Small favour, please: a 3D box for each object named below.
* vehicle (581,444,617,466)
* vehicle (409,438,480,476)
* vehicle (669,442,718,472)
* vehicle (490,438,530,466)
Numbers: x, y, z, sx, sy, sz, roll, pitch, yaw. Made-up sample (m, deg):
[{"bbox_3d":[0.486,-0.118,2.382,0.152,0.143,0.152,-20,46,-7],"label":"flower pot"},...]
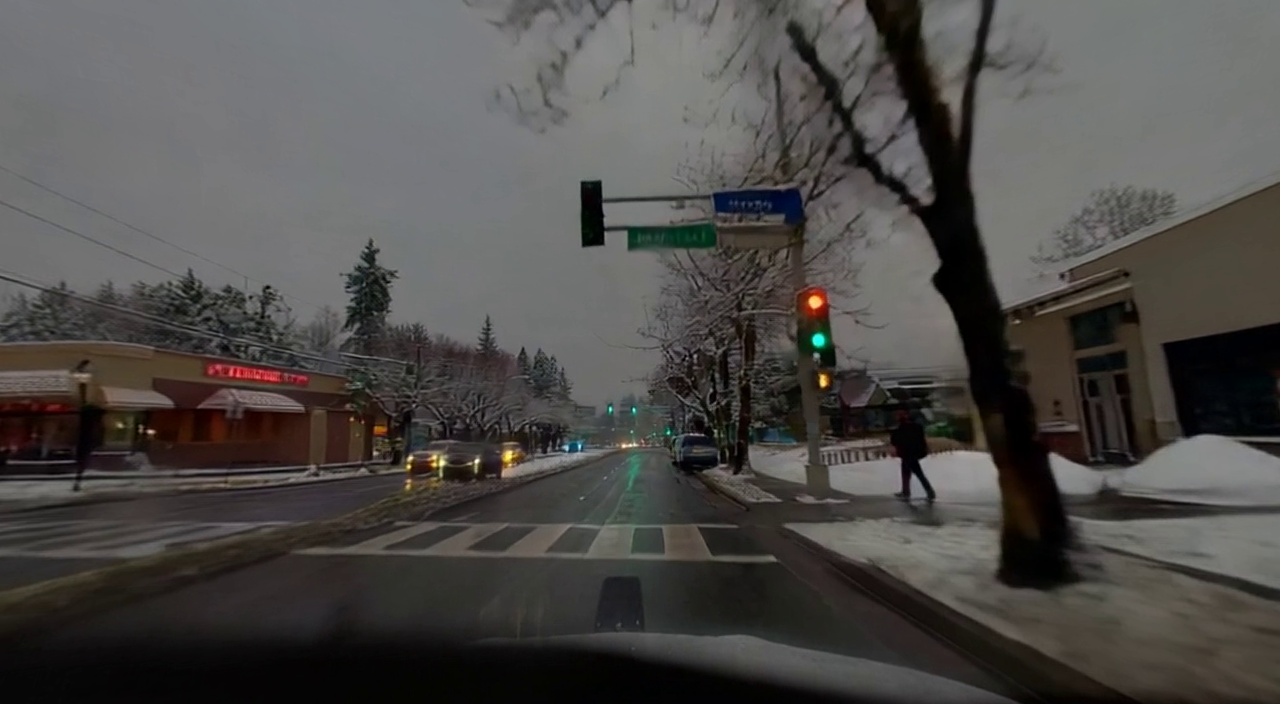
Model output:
[{"bbox_3d":[-2.885,7.349,45.296,2.122,1.469,4.388,0,-8,2],"label":"vehicle"},{"bbox_3d":[-10.155,5.465,33.269,2.116,1.817,4.964,0,-8,1],"label":"vehicle"},{"bbox_3d":[2.772,5.588,33.829,2.034,1.491,4.618,0,-8,-3],"label":"vehicle"},{"bbox_3d":[-10.104,7.808,49.506,2.088,2.031,4.616,0,-8,1],"label":"vehicle"}]
